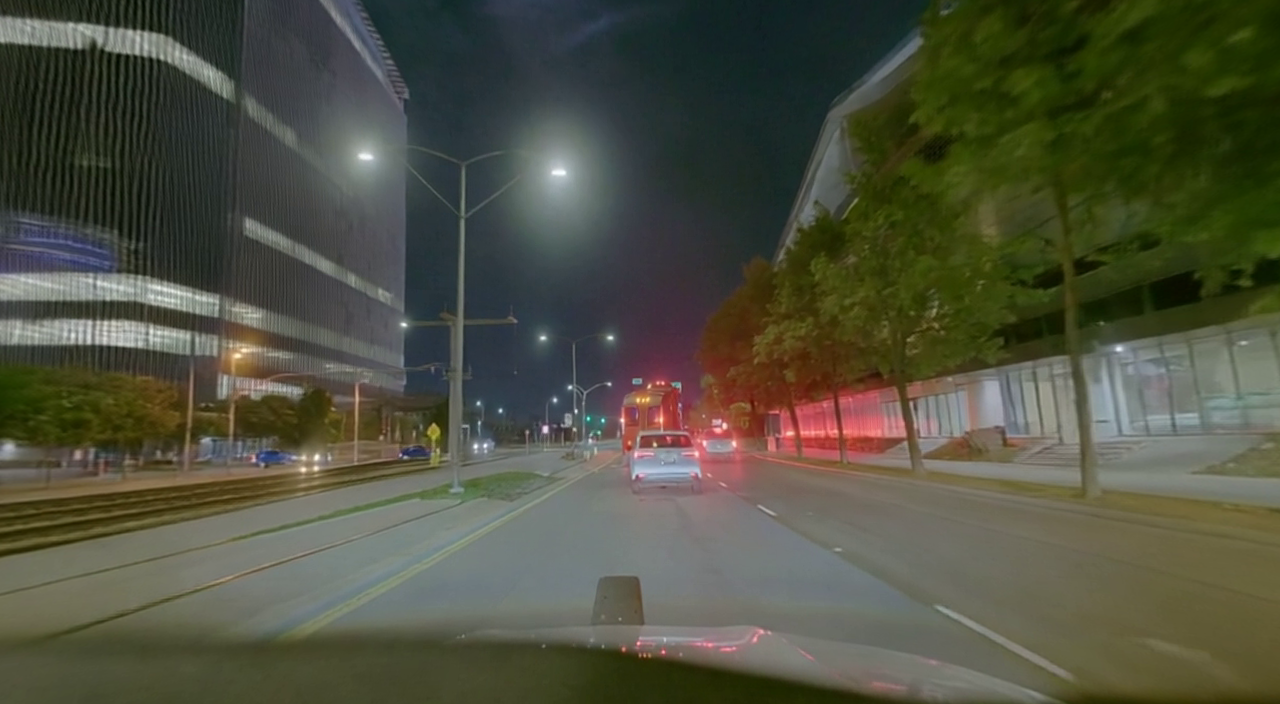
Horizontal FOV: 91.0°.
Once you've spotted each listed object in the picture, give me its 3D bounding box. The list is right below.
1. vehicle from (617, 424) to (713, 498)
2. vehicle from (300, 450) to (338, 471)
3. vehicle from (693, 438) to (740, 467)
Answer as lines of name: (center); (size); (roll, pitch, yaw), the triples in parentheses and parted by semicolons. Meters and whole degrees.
vehicle: (0.538, 2.821, 16.534); (2.190, 1.684, 4.084); (0, -9, -1)
vehicle: (-24.166, 8.130, 47.519); (1.900, 1.465, 4.781); (3, -9, -19)
vehicle: (4.085, 5.471, 34.459); (1.916, 1.466, 4.529); (0, -9, -1)
